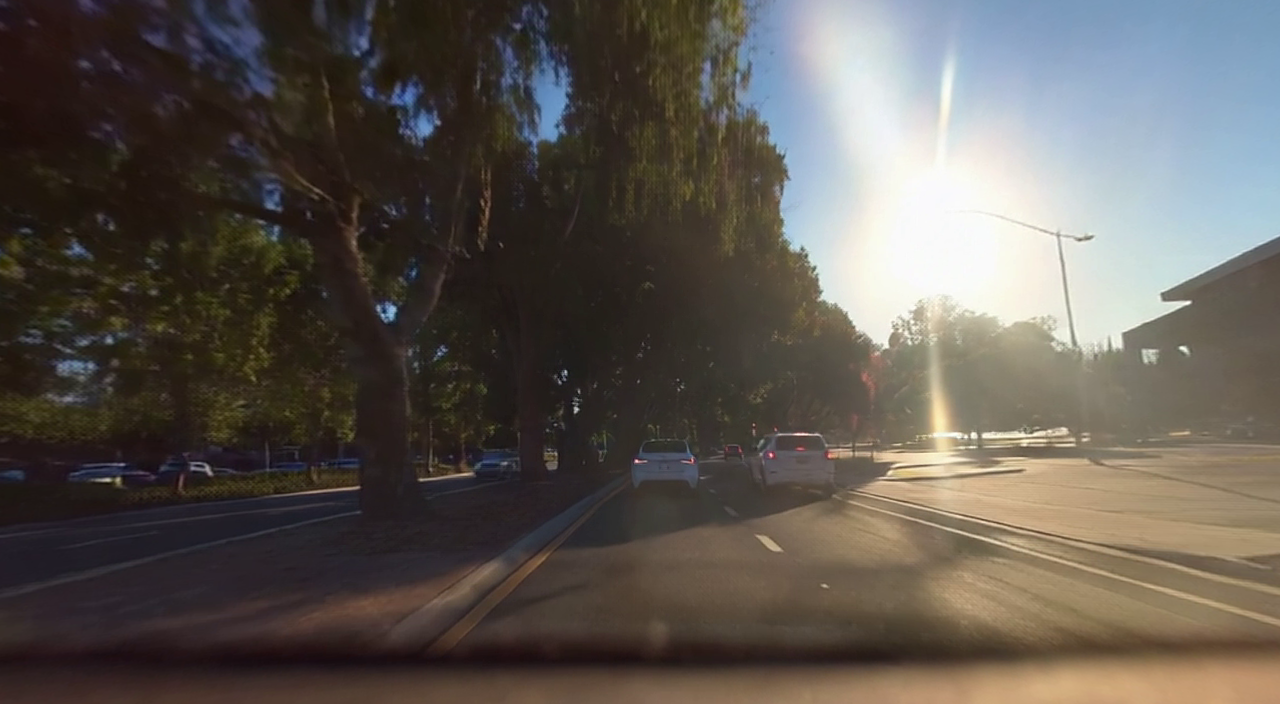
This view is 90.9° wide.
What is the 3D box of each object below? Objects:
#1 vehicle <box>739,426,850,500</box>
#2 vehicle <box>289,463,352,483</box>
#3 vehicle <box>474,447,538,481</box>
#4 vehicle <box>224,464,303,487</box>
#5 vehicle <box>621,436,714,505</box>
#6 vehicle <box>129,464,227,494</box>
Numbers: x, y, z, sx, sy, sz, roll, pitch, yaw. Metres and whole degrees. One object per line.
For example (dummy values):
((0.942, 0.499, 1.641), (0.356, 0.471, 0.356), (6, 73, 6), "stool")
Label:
((4.268, 3.148, 18.393), (1.953, 1.818, 5.299), (-1, -8, 1), "vehicle")
((-25.162, 9.511, 49.686), (4.011, 1.473, 1.913), (-2, -8, 11), "vehicle")
((-6.547, 5.550, 31.290), (1.773, 1.449, 4.322), (-6, -10, 6), "vehicle")
((-26.563, 8.708, 44.586), (4.366, 1.486, 2.072), (-1, -8, 6), "vehicle")
((0.715, 3.085, 16.859), (2.154, 1.585, 3.997), (-1, -8, 2), "vehicle")
((-27.150, 7.472, 37.144), (4.434, 1.582, 1.946), (-2, -8, 8), "vehicle")
